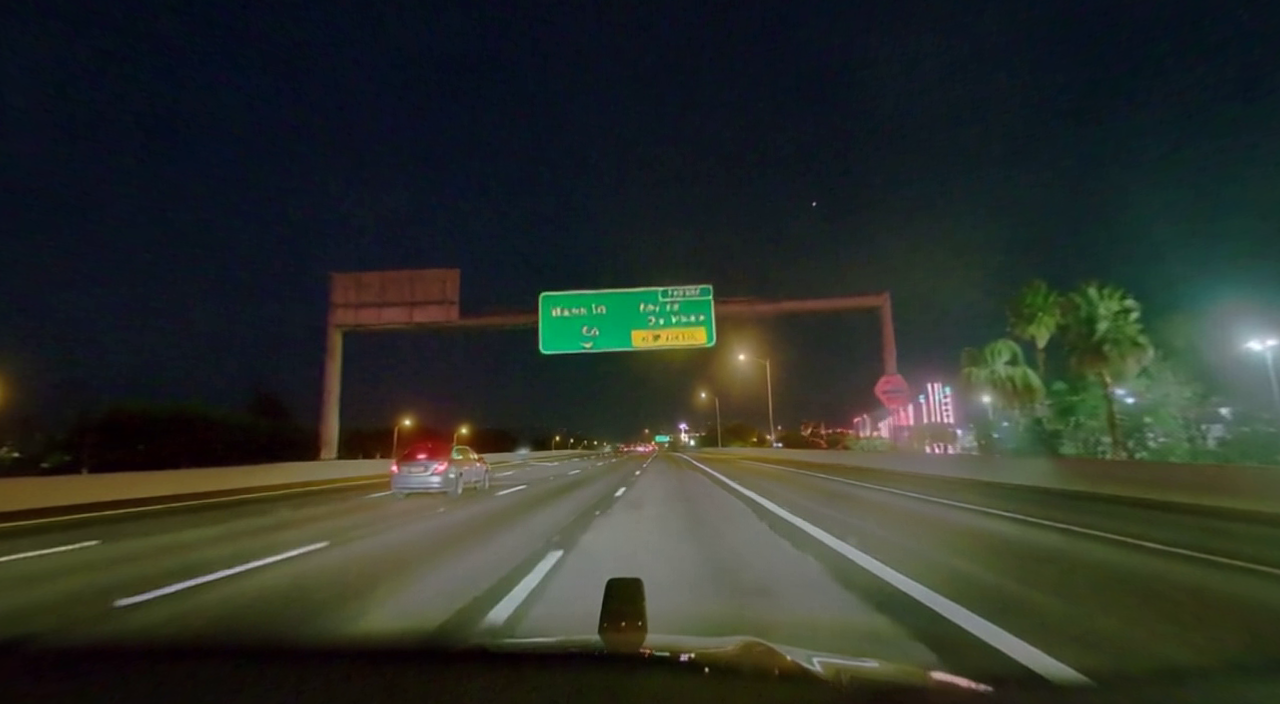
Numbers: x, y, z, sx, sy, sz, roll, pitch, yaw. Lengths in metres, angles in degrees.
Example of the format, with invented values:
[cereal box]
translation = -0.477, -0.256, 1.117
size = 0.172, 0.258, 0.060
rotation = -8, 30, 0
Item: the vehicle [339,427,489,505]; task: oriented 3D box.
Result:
[vehicle]
translation = -5.878, 3.024, 17.199
size = 2.145, 1.793, 4.762
rotation = -1, -8, 3
